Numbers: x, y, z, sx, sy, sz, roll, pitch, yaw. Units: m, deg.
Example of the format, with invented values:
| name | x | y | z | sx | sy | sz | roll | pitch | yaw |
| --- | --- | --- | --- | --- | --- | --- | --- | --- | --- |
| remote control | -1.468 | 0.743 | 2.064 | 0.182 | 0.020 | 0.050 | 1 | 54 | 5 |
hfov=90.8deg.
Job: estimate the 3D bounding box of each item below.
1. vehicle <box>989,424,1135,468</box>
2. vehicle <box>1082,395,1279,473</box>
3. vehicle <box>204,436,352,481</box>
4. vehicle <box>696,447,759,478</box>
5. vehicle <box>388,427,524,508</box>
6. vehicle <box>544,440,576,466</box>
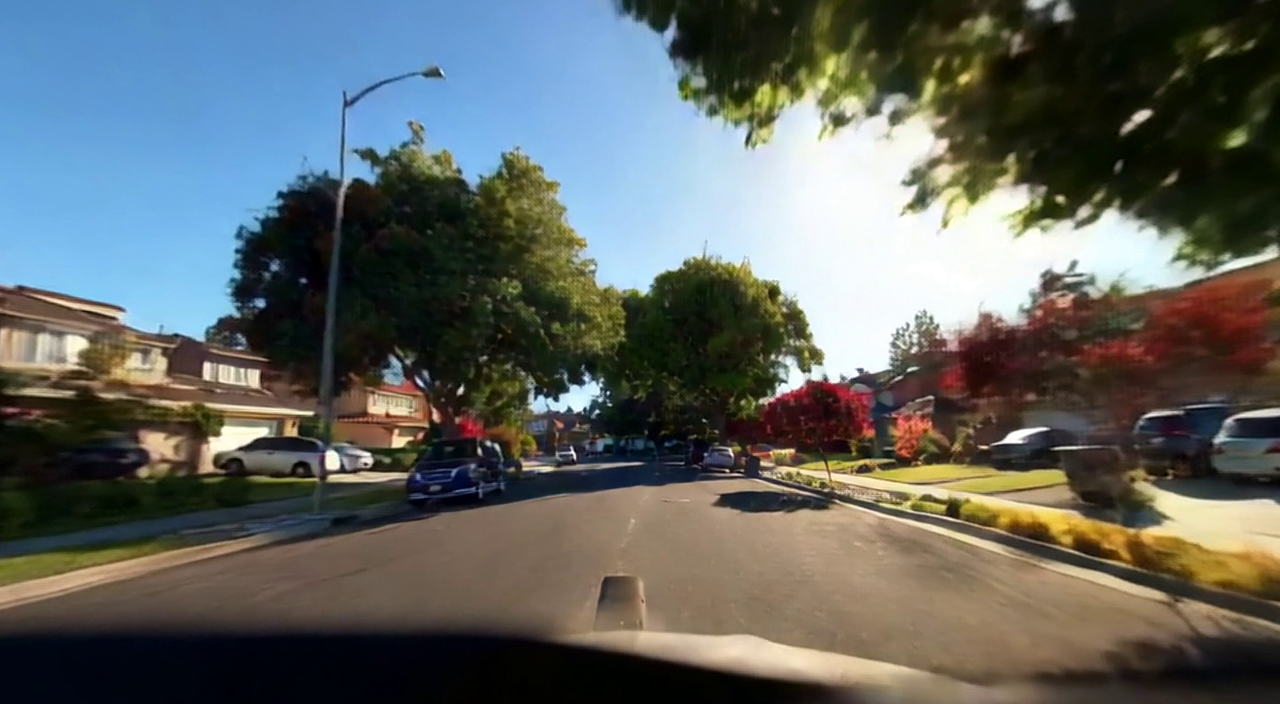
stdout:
| name | x | y | z | sx | sy | sz | roll | pitch | yaw |
| --- | --- | --- | --- | --- | --- | --- | --- | --- | --- |
| vehicle | 15.354 | 3.420 | 23.026 | 4.488 | 1.454 | 1.944 | 3 | -8 | -18 |
| vehicle | 13.728 | 2.089 | 15.740 | 4.560 | 1.741 | 1.993 | 3 | -9 | -18 |
| vehicle | -12.989 | 3.821 | 23.017 | 4.376 | 1.458 | 2.046 | 3 | -8 | -22 |
| vehicle | 4.438 | 5.693 | 32.907 | 1.984 | 1.437 | 4.726 | 1 | -9 | -8 |
| vehicle | -4.774 | 3.019 | 17.285 | 2.215 | 1.859 | 4.765 | 0 | -7 | 1 |
| vehicle | -6.273 | 7.838 | 49.279 | 1.976 | 1.855 | 4.299 | 2 | -7 | -14 |
